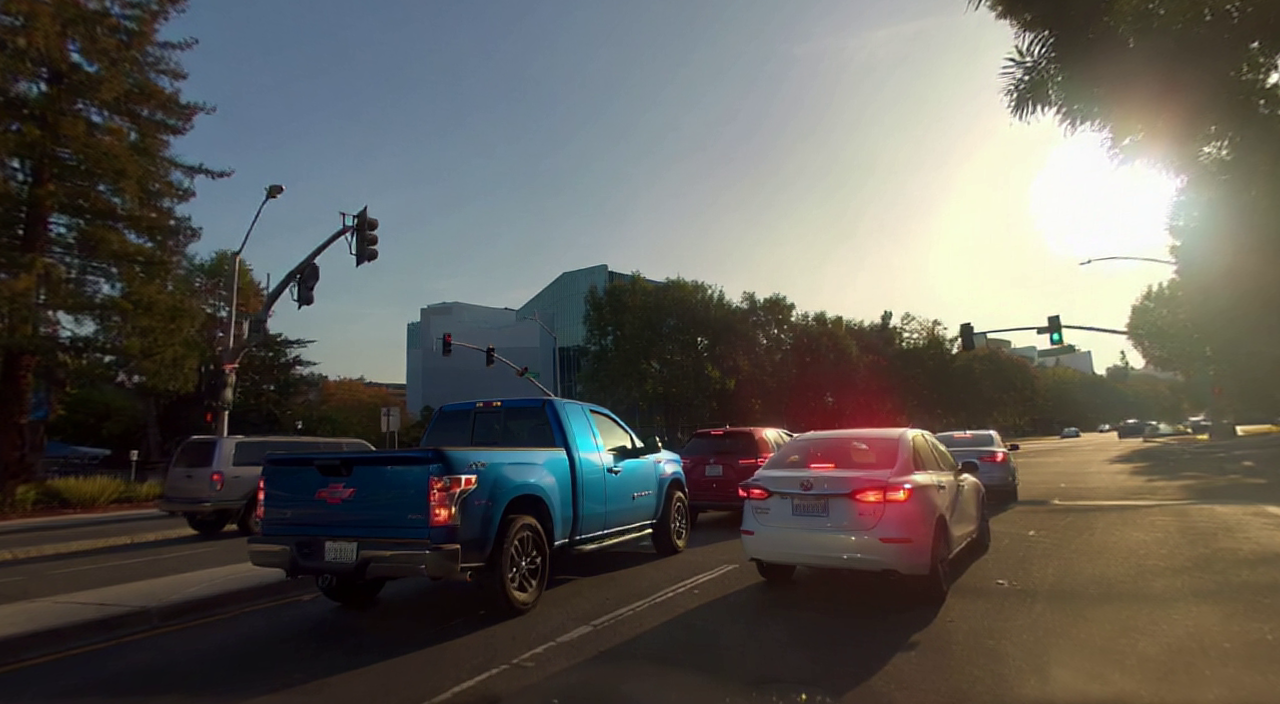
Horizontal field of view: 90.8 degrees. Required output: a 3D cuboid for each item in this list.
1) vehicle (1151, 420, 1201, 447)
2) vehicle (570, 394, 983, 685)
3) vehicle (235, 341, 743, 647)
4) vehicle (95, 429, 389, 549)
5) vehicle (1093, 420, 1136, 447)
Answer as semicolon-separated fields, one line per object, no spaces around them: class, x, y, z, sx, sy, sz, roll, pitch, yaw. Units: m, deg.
vehicle;35.760;5.479;42.194;2.183;1.714;4.491;-7;-11;37
vehicle;1.714;1.378;5.989;2.027;1.549;4.801;-6;-10;35
vehicle;-0.876;1.400;7.468;2.272;2.016;6.146;-4;-9;27
vehicle;-8.217;2.760;13.592;2.174;2.057;4.738;-6;-10;33
vehicle;32.797;5.674;43.719;2.160;1.790;4.303;-6;-10;35
